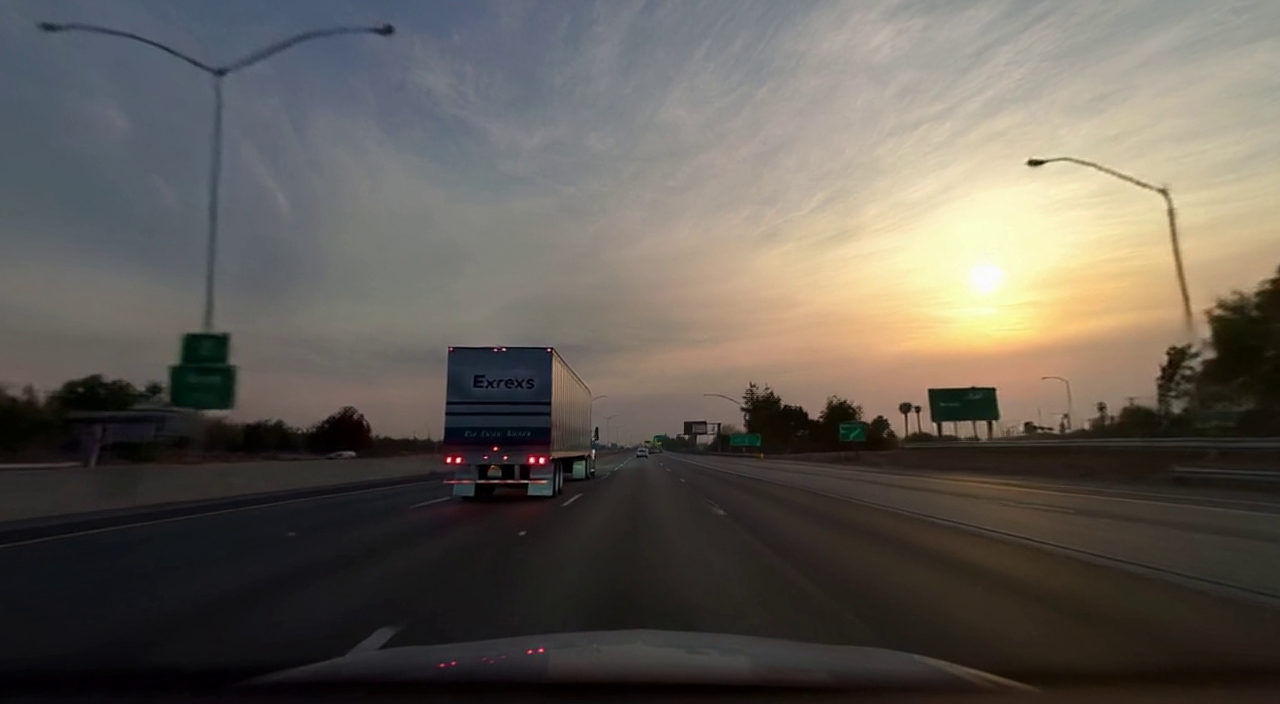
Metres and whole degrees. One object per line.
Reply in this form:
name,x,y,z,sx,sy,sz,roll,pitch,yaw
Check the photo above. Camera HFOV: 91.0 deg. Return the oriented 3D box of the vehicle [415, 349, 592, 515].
vehicle,-3.148,2.291,17.388,2.922,3.458,8.360,0,-9,1
